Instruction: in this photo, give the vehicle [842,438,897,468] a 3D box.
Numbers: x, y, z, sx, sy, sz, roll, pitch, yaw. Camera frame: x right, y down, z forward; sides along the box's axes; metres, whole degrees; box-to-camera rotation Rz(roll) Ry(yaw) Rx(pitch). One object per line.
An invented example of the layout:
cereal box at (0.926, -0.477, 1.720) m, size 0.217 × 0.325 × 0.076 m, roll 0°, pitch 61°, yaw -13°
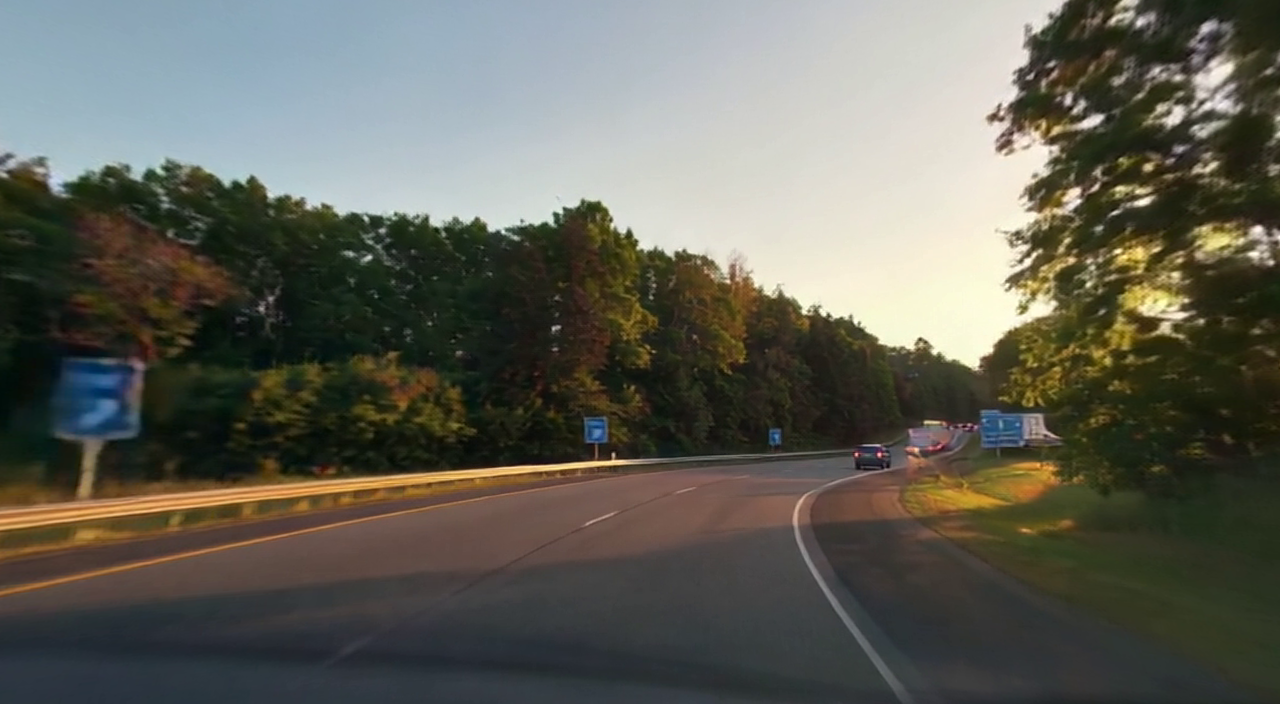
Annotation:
vehicle at (14.173, 6.209, 38.759) m, size 2.221 × 1.674 × 4.325 m, roll -6°, pitch -10°, yaw 31°
